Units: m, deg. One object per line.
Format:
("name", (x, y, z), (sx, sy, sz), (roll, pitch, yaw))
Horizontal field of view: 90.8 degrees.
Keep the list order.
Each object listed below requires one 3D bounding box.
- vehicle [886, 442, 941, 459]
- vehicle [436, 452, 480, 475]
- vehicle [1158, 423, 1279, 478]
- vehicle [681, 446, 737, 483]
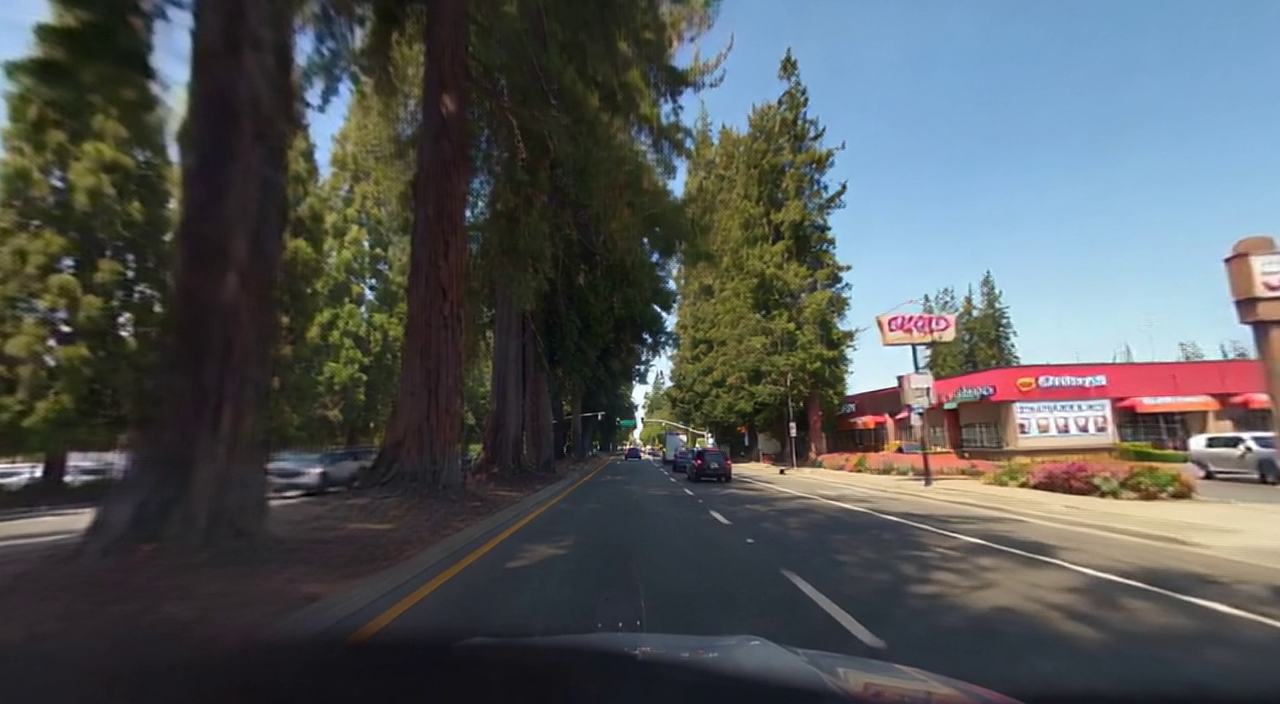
("vehicle", (19.232, 6.925, 44.503), (3.242, 1.165, 1.363), (1, -7, -5))
("vehicle", (-13.962, 8.577, 48.704), (1.988, 1.527, 4.359), (0, -7, 2))
("vehicle", (20.646, 3.350, 21.521), (4.210, 1.727, 2.227), (2, -7, -8))
("vehicle", (3.164, 5.223, 29.770), (2.041, 1.531, 4.236), (1, -8, -1))
